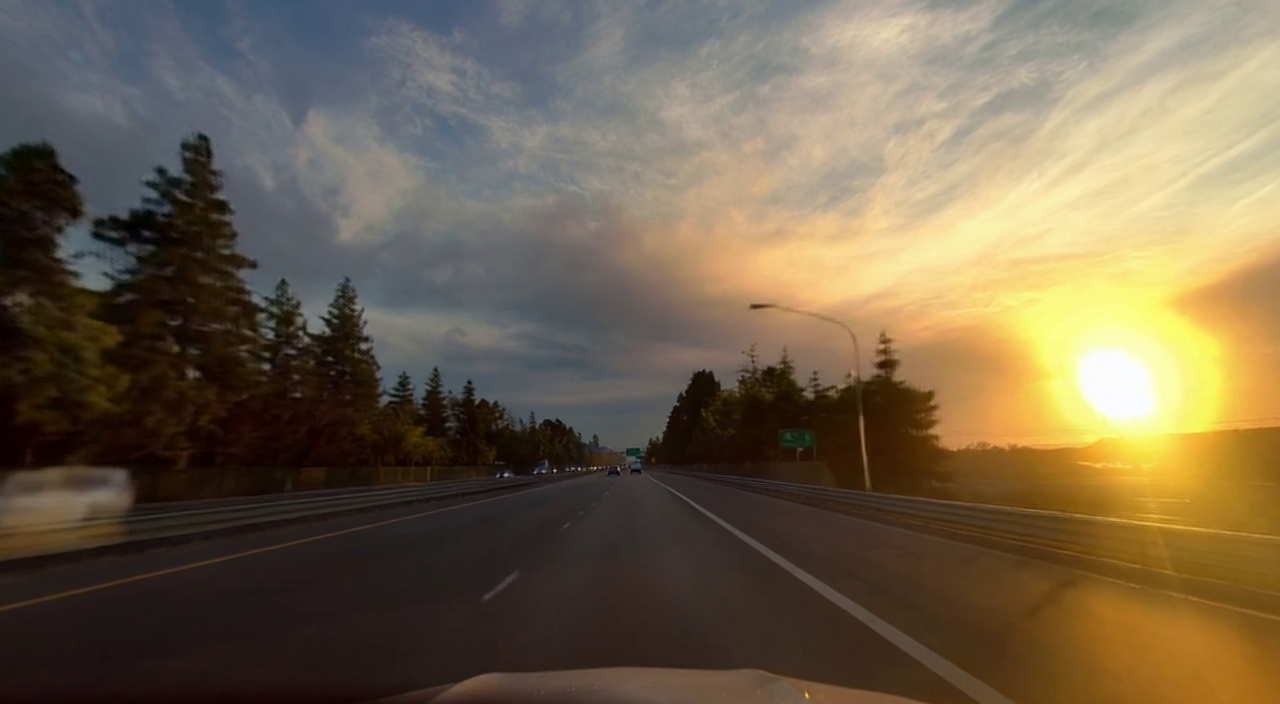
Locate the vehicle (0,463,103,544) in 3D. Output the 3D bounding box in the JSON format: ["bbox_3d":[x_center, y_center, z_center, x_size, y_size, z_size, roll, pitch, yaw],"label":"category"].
[{"bbox_3d":[-12.446,2.717,11.326,1.838,1.433,4.200,1,-10,0],"label":"vehicle"}]
